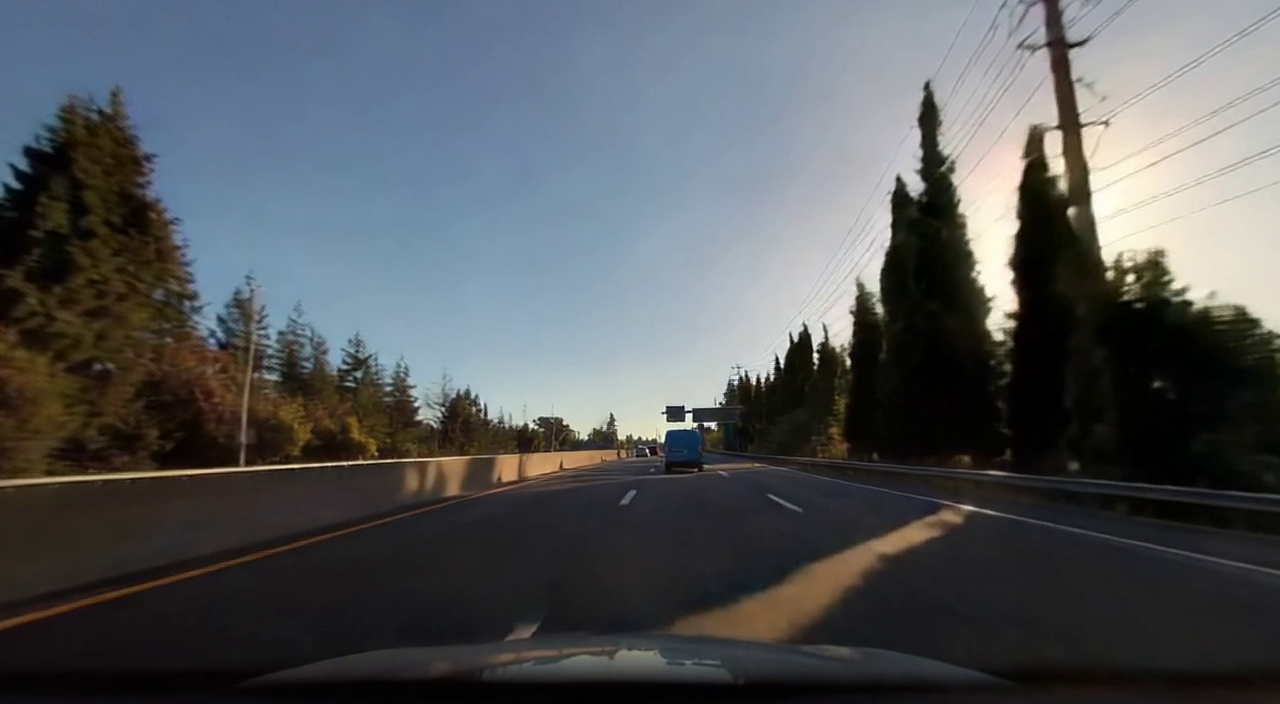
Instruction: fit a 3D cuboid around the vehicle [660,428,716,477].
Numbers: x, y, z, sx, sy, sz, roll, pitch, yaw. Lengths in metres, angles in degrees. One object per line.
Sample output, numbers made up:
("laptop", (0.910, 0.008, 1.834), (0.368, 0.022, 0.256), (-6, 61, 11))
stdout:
("vehicle", (2.109, 4.522, 28.403), (2.261, 1.969, 5.104), (0, -9, 3))
